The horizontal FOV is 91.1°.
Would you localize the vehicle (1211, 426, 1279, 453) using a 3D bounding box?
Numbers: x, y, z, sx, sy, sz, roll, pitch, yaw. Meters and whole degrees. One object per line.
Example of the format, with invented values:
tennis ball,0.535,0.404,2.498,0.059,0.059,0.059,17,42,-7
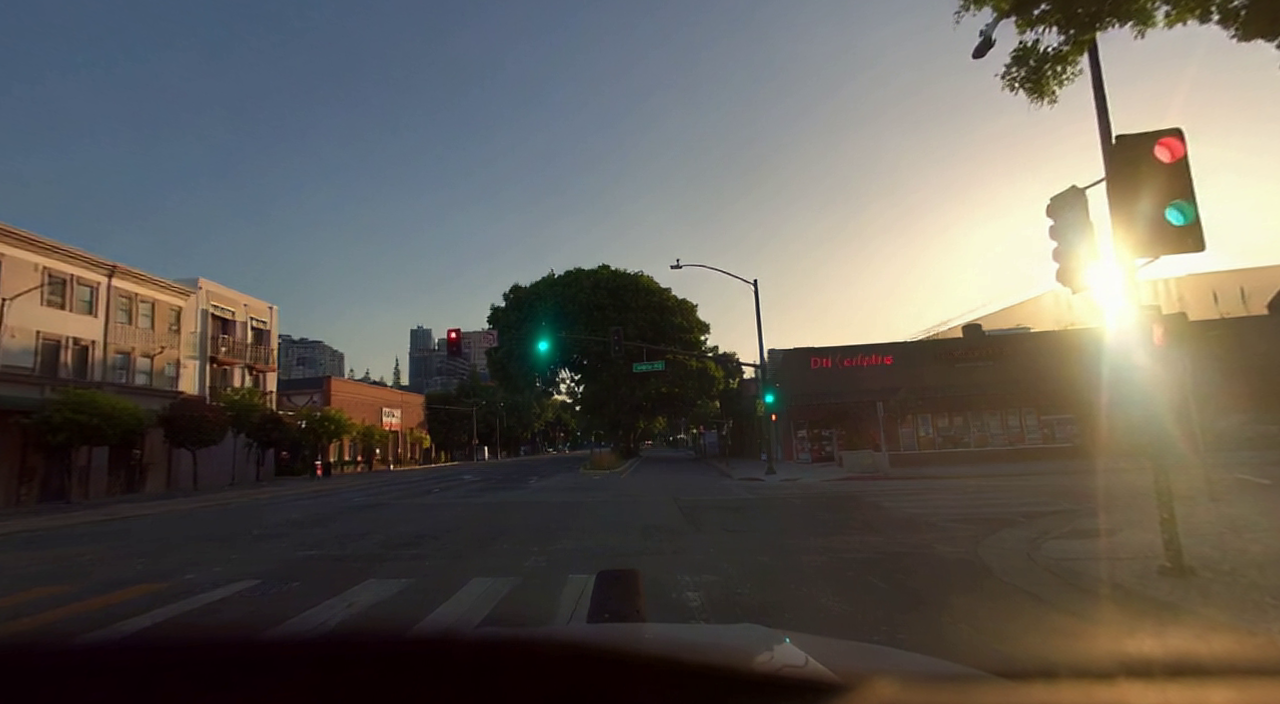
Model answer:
vehicle,35.303,4.892,35.271,4.493,1.453,1.849,-2,-9,2
